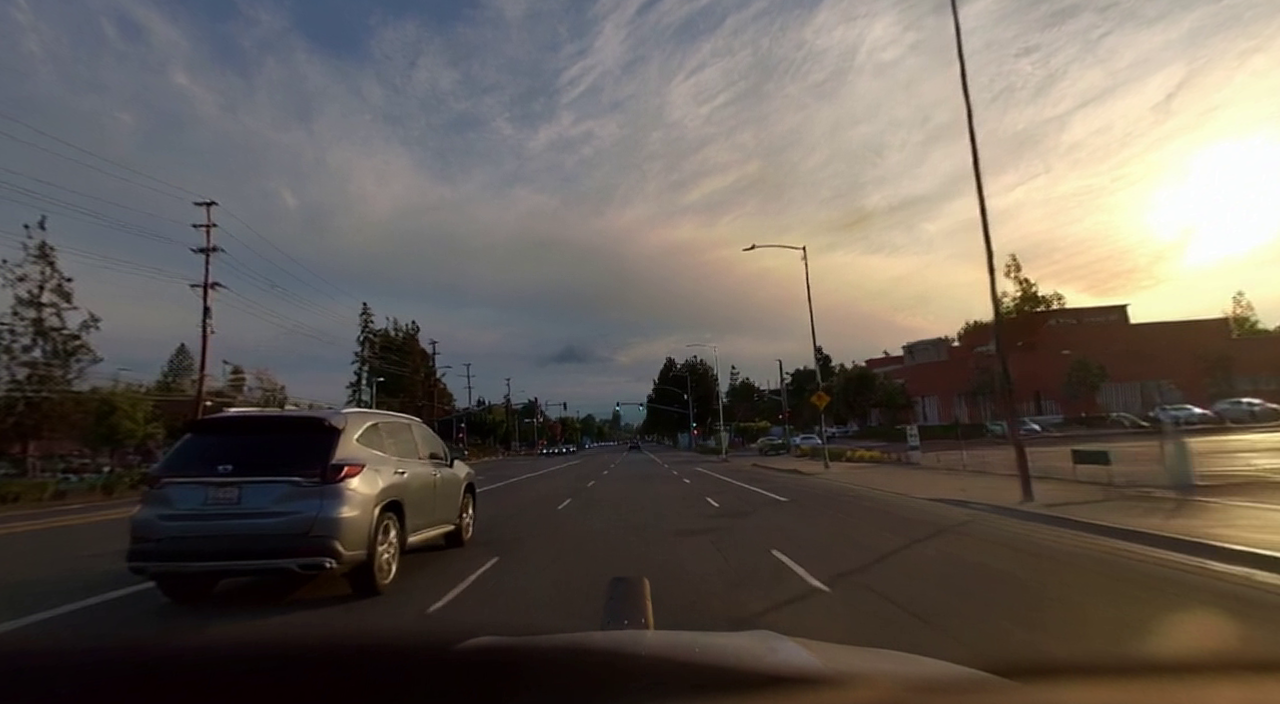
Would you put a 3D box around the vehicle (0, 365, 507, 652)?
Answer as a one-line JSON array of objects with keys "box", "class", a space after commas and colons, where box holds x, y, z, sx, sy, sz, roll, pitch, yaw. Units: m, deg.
[{"box": [-3.044, 1.345, 6.512, 2.190, 1.844, 4.751, 0, -8, 1], "class": "vehicle"}]
